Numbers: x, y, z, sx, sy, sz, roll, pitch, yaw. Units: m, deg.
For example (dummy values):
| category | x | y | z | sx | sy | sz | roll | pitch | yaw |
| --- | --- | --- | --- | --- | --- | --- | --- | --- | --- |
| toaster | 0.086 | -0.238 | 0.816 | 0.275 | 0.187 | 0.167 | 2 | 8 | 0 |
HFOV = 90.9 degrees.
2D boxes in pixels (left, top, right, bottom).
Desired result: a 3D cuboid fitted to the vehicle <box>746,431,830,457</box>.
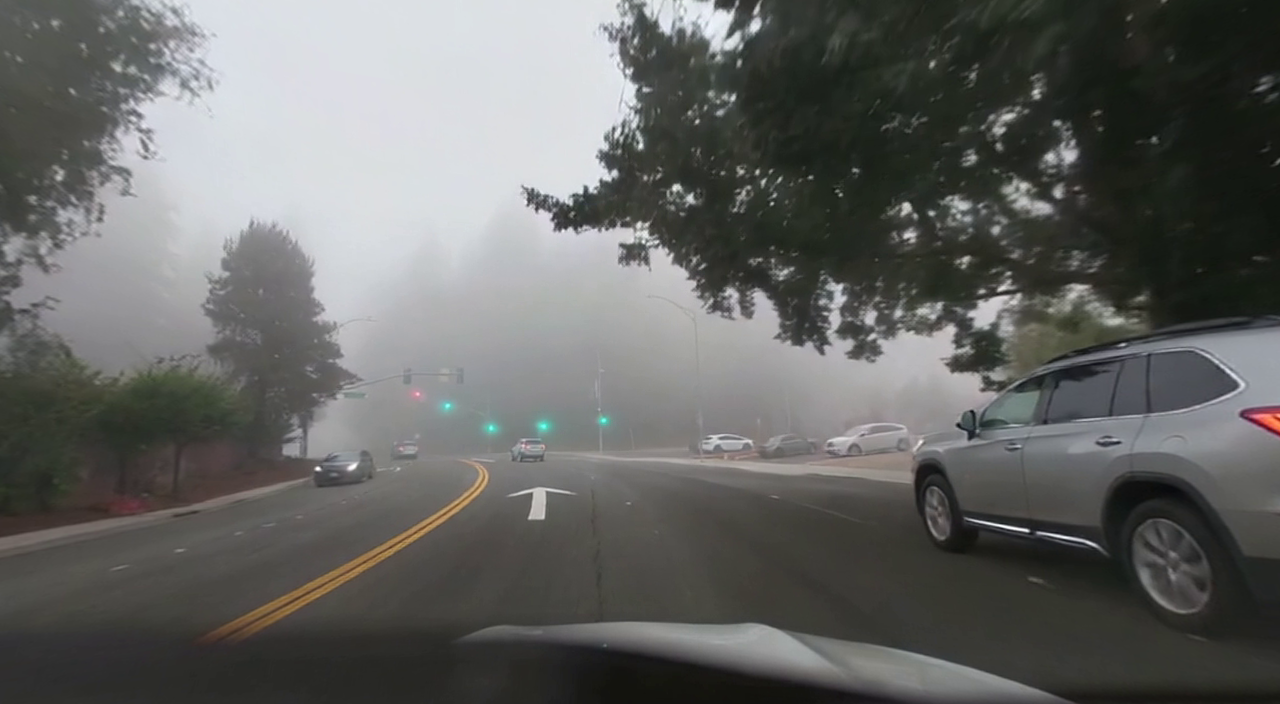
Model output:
| category | x | y | z | sx | sy | sz | roll | pitch | yaw |
| --- | --- | --- | --- | --- | --- | --- | --- | --- | --- |
| vehicle | 8.784 | 5.460 | 37.500 | 4.426 | 1.461 | 1.996 | 2 | -9 | -20 |

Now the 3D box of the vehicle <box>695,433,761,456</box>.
| category | x | y | z | sx | sy | sz | roll | pitch | yaw |
| --- | --- | --- | --- | --- | --- | --- | --- | --- | --- |
| vehicle | 6.286 | 6.624 | 45.349 | 4.169 | 1.527 | 2.053 | 2 | -9 | -18 |

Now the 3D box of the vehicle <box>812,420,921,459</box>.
| category | x | y | z | sx | sy | sz | roll | pitch | yaw |
| --- | --- | --- | --- | --- | --- | --- | --- | --- | --- |
| vehicle | 11.343 | 4.405 | 31.665 | 4.656 | 1.710 | 1.950 | -1 | -9 | -12 |

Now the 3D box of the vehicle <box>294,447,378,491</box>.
| category | x | y | z | sx | sy | sz | roll | pitch | yaw |
| --- | --- | --- | --- | --- | --- | --- | --- | --- | --- |
| vehicle | -11.417 | 4.358 | 23.997 | 2.090 | 1.446 | 4.483 | 1 | -9 | -16 |

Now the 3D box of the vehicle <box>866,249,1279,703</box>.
| category | x | y | z | sx | sy | sz | roll | pitch | yaw |
| --- | --- | --- | --- | --- | --- | --- | --- | --- | --- |
| vehicle | 4.051 | 0.897 | 5.107 | 2.338 | 2.063 | 5.592 | -1 | -8 | 0 |

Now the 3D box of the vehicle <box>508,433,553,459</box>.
| category | x | y | z | sx | sy | sz | roll | pitch | yaw |
| --- | --- | --- | --- | --- | --- | --- | --- | --- | --- |
| vehicle | -7.942 | 6.784 | 45.308 | 2.138 | 1.729 | 4.178 | 3 | -9 | -25 |
